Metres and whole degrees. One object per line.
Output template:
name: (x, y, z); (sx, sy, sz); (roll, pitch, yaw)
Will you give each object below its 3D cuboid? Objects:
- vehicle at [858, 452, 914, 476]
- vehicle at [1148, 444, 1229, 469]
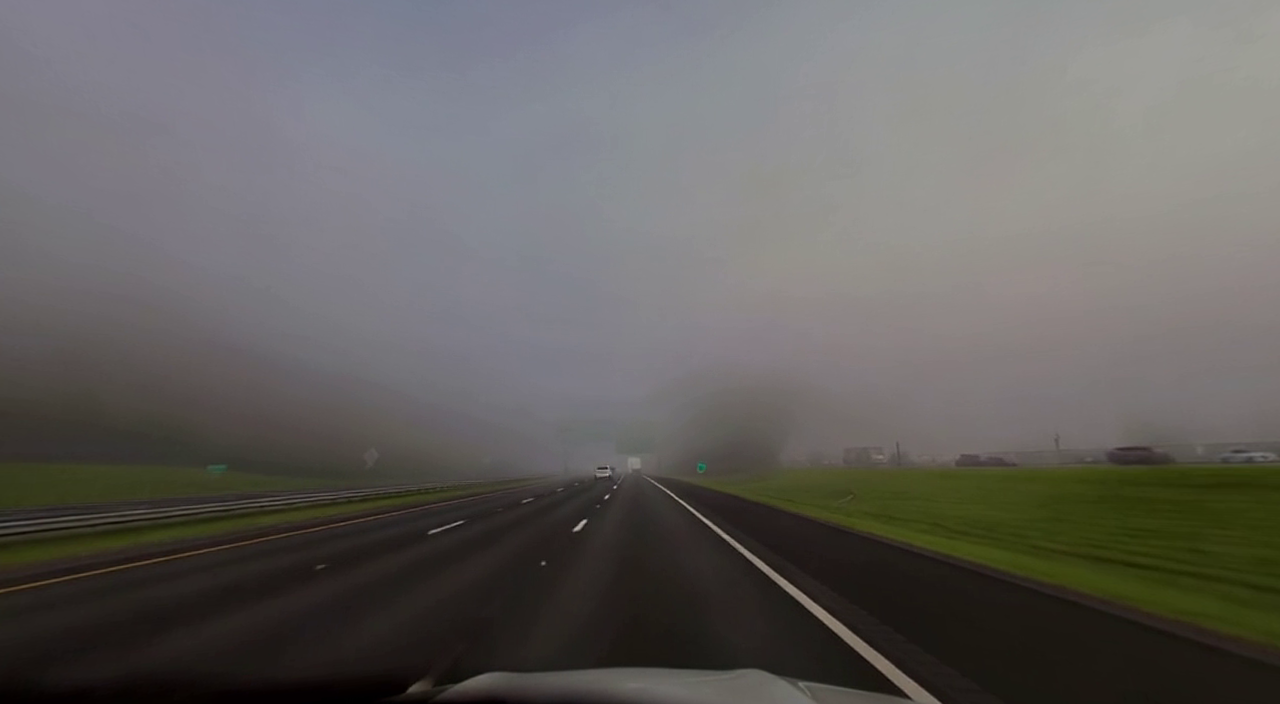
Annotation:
vehicle: (16.823, 7.731, 43.363); (1.973, 1.540, 3.978); (2, -11, -5)
vehicle: (34.420, 6.576, 39.548); (3.754, 1.470, 1.803); (3, -11, -12)
